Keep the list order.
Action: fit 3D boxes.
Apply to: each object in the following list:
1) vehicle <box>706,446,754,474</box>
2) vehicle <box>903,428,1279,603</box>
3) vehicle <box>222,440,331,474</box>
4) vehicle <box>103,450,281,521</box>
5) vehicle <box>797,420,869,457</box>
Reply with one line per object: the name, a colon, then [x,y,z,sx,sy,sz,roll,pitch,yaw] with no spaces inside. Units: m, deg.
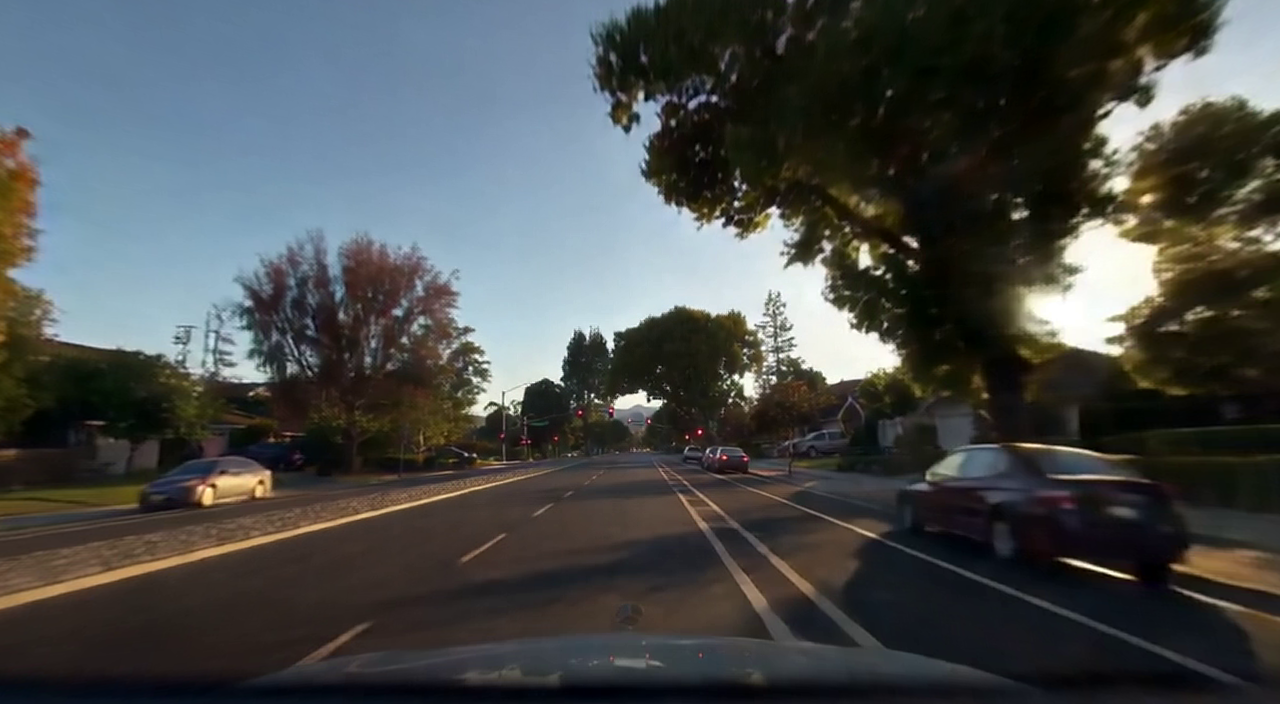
vehicle: [4.870,5.895,34.703,1.881,1.435,4.525,0,-9,-1]
vehicle: [4.845,1.718,7.454,1.803,1.517,3.738,0,-9,-1]
vehicle: [-20.877,6.030,36.411,4.759,1.824,2.442,0,-8,0]
vehicle: [-12.196,3.601,17.600,2.000,1.523,4.226,-1,-7,-2]
vehicle: [13.640,6.168,44.713,4.284,1.725,1.981,-11,-9,-1]
